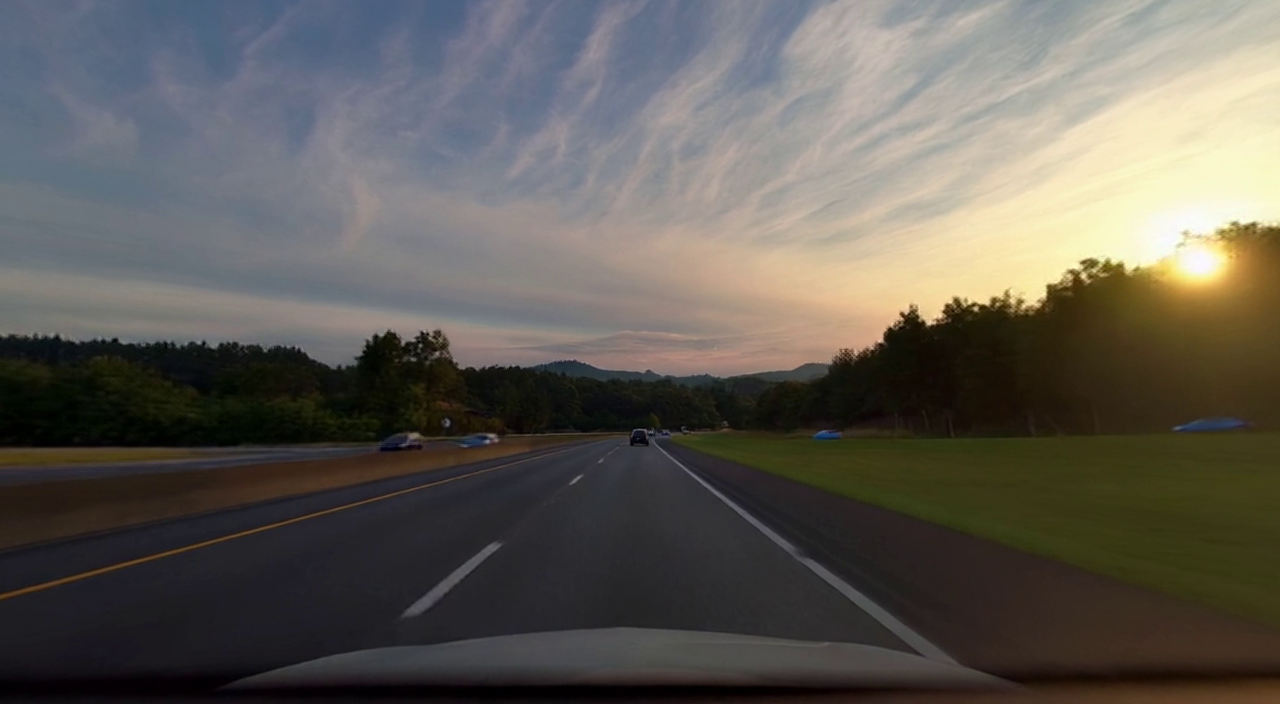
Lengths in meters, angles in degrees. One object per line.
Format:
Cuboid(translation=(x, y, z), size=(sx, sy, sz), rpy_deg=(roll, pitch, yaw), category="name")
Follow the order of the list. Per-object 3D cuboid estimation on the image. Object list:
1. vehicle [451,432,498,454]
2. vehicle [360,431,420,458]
Cuboid(translation=(-10.916, 6.034, 41.686), size=(1.941, 1.352, 4.224), rpy_deg=(0, -8, 1), category="vehicle")
Cuboid(translation=(-14.737, 5.472, 37.278), size=(1.860, 1.531, 4.001), rpy_deg=(0, -8, 1), category="vehicle")
